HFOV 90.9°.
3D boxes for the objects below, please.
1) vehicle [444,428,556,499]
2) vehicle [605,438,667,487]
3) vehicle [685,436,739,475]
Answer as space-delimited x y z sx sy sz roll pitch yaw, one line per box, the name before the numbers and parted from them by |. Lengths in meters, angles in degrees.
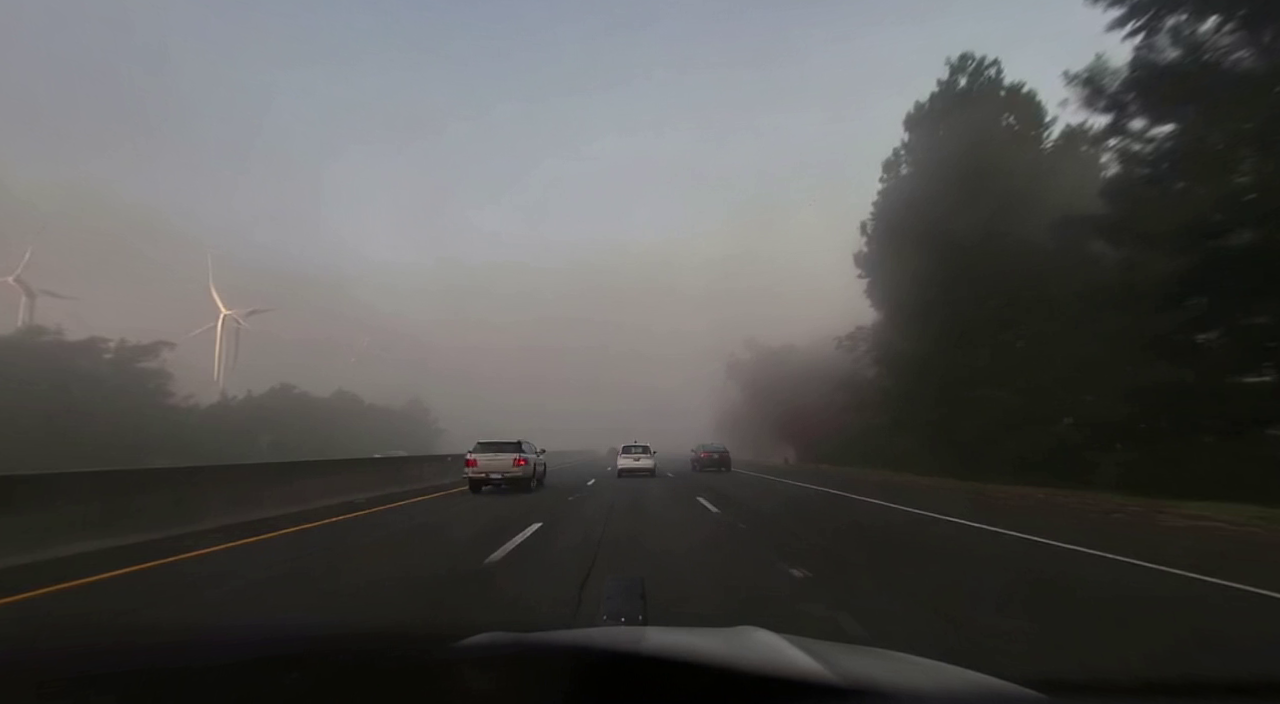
vehicle | -3.886 3.200 18.412 2.131 1.784 4.635 0 -9 1
vehicle | -0.148 4.048 23.322 2.083 1.653 3.787 0 -9 0
vehicle | 3.632 5.354 32.674 2.104 1.861 4.956 0 -9 -1
